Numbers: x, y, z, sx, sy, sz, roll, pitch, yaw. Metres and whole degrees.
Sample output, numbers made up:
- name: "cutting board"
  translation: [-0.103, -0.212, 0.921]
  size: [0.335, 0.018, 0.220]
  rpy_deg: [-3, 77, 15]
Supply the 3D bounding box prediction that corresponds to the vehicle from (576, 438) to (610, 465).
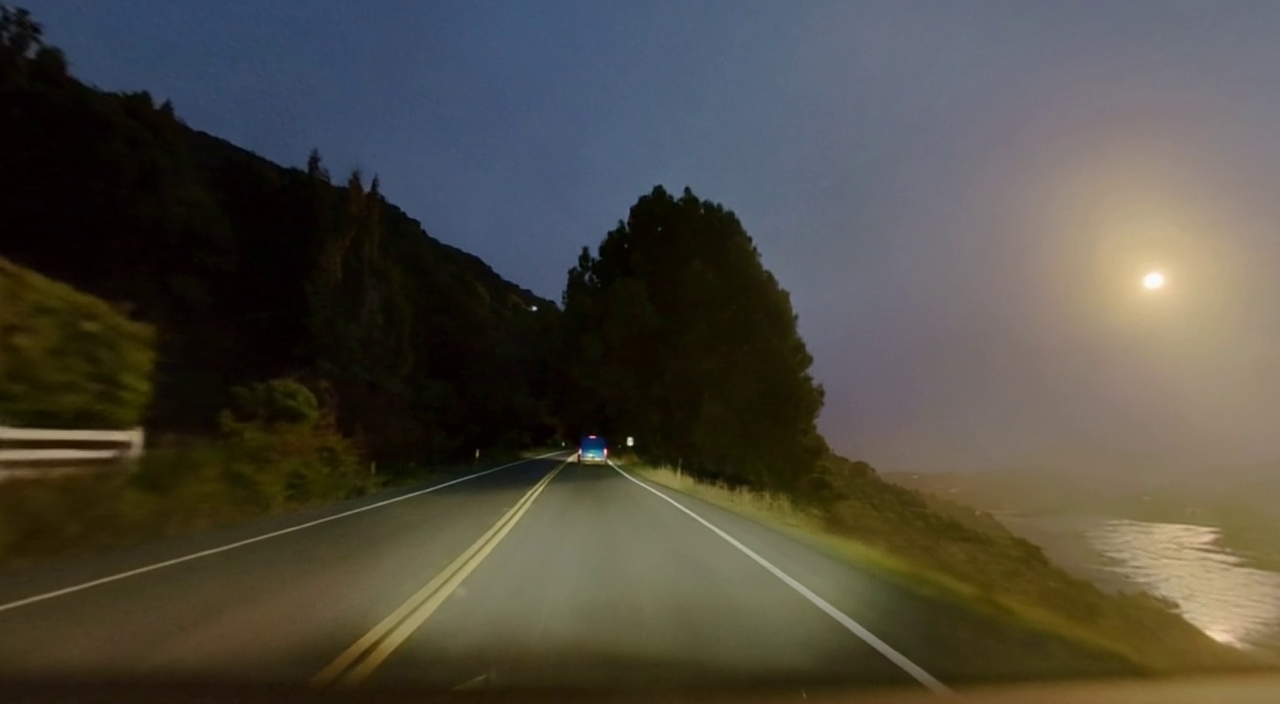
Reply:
- name: "vehicle"
  translation: [-3.614, 7.558, 48.067]
  size: [2.439, 1.912, 5.605]
  rpy_deg: [1, -9, -6]
